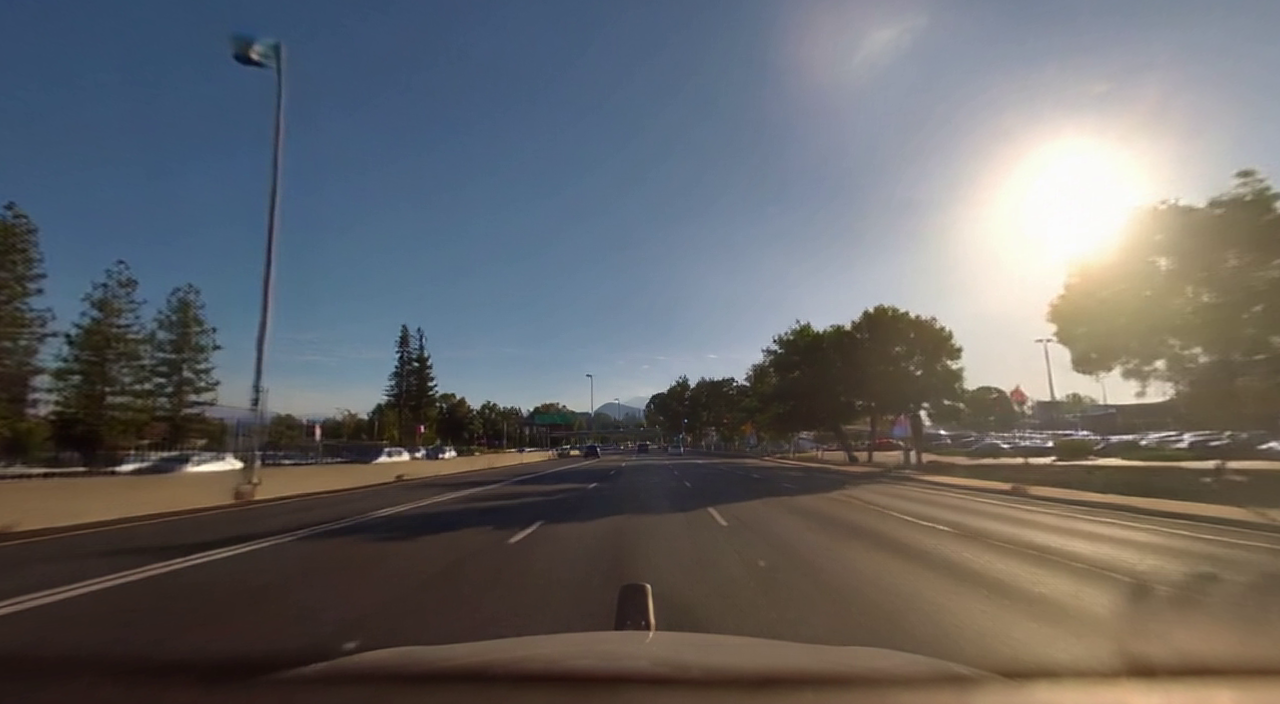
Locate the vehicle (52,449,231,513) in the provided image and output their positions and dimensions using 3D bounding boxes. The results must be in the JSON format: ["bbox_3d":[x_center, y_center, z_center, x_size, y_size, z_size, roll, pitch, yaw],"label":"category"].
[{"bbox_3d":[-13.319,3.420,17.191,1.722,1.510,3.779,0,-8,1],"label":"vehicle"}]

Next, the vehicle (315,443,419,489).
[{"bbox_3d":[-10.352,4.324,24.322,2.059,1.621,4.269,0,-8,1],"label":"vehicle"}]

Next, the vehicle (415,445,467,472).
[{"bbox_3d":[-13.479,7.231,42.988,2.078,1.684,4.505,0,-8,1],"label":"vehicle"}]
